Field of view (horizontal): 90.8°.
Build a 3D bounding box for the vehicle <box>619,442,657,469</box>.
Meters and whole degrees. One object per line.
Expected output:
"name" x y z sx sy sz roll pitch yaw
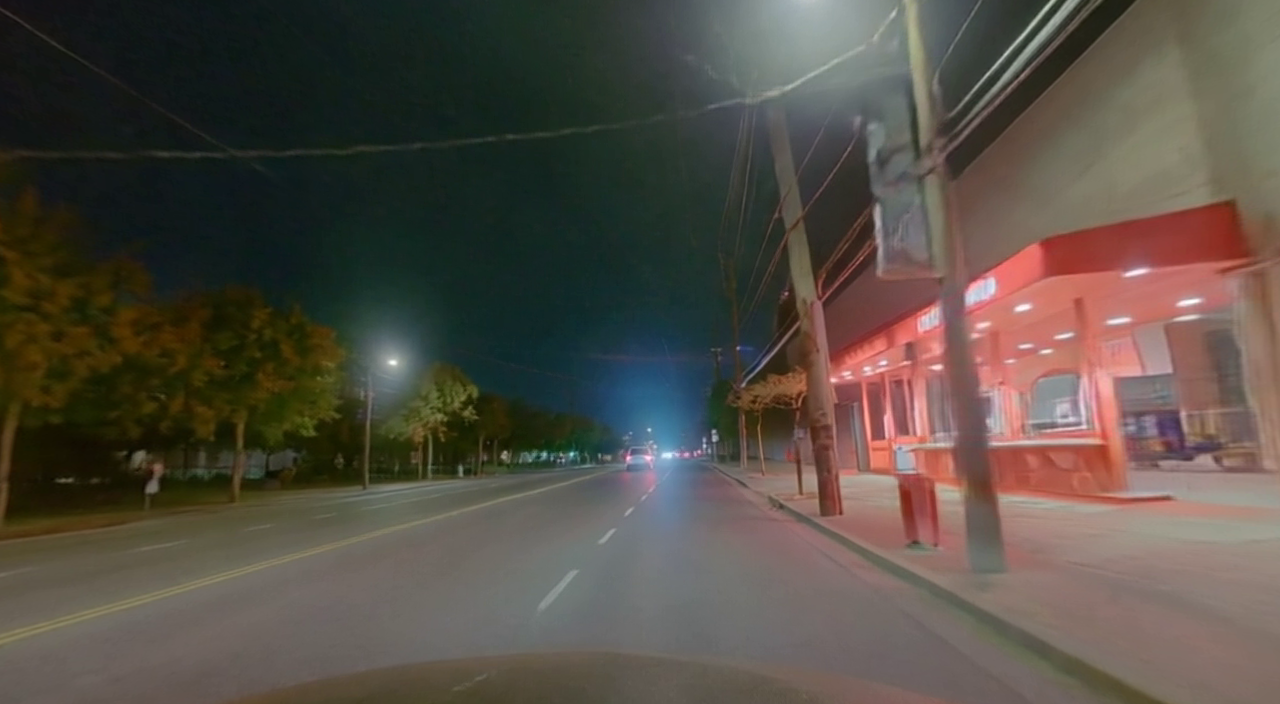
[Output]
"vehicle" -0.077 6.996 42.795 2.101 1.721 4.364 -1 -9 5
